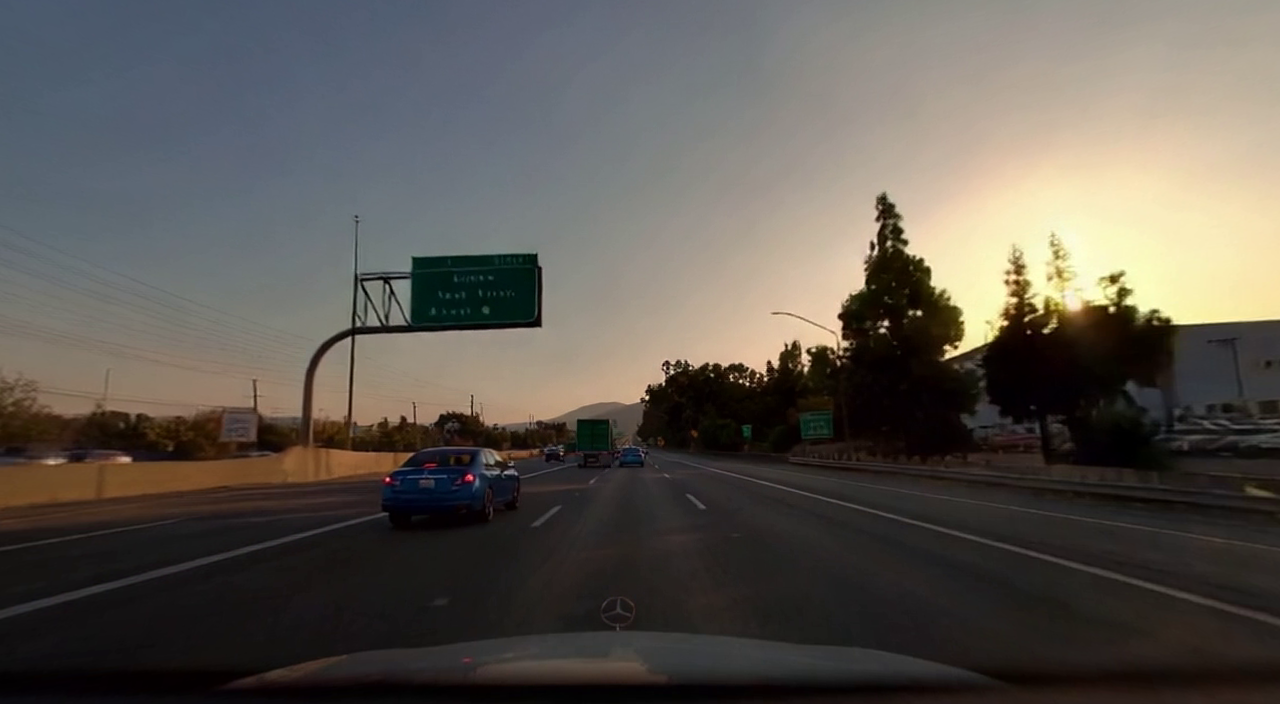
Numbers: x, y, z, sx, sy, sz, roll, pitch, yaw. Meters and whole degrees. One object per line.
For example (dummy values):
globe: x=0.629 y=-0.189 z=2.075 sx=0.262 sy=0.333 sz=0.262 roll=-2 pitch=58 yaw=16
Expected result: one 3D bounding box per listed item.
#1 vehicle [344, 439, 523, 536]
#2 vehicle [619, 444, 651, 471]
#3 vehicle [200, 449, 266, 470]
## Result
vehicle: x=-3.657 y=2.467 z=12.169 sx=1.997 sy=1.507 sz=4.391 roll=0 pitch=-9 yaw=0
vehicle: x=-0.363 y=6.971 z=41.791 sx=2.033 sy=1.669 sz=4.112 roll=0 pitch=-9 yaw=-1
vehicle: x=-30.920 y=8.172 z=48.165 sx=2.099 sy=1.527 sz=4.542 roll=0 pitch=-9 yaw=-1
